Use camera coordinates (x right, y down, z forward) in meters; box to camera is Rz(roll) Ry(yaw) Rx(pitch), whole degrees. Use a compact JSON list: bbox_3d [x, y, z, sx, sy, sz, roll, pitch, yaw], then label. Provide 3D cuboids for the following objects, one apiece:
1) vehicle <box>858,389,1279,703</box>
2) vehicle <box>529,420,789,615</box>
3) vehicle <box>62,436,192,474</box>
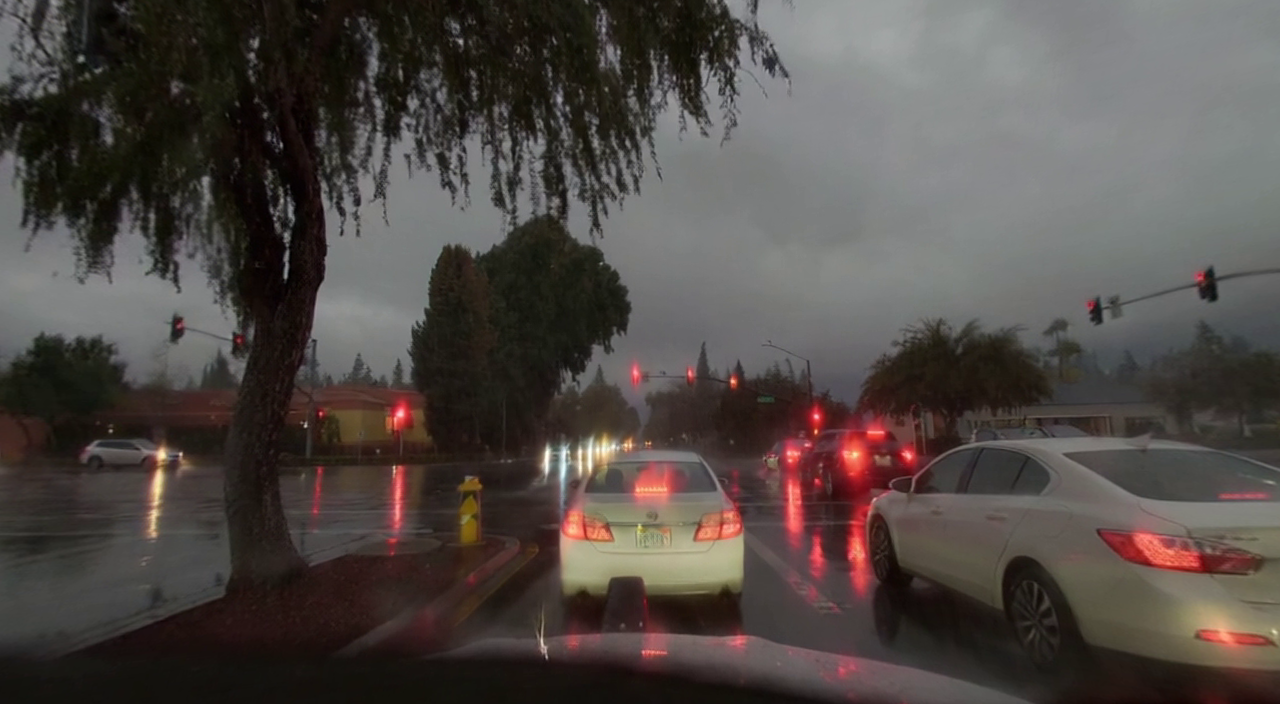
[{"bbox_3d":[3.174,1.126,3.897,1.931,1.493,4.555,0,-8,-1],"label":"vehicle"},{"bbox_3d":[0.106,1.563,6.872,2.017,1.485,3.813,0,-8,-1],"label":"vehicle"},{"bbox_3d":[-24.299,4.877,29.989,4.450,1.684,1.894,0,-8,0],"label":"vehicle"}]
